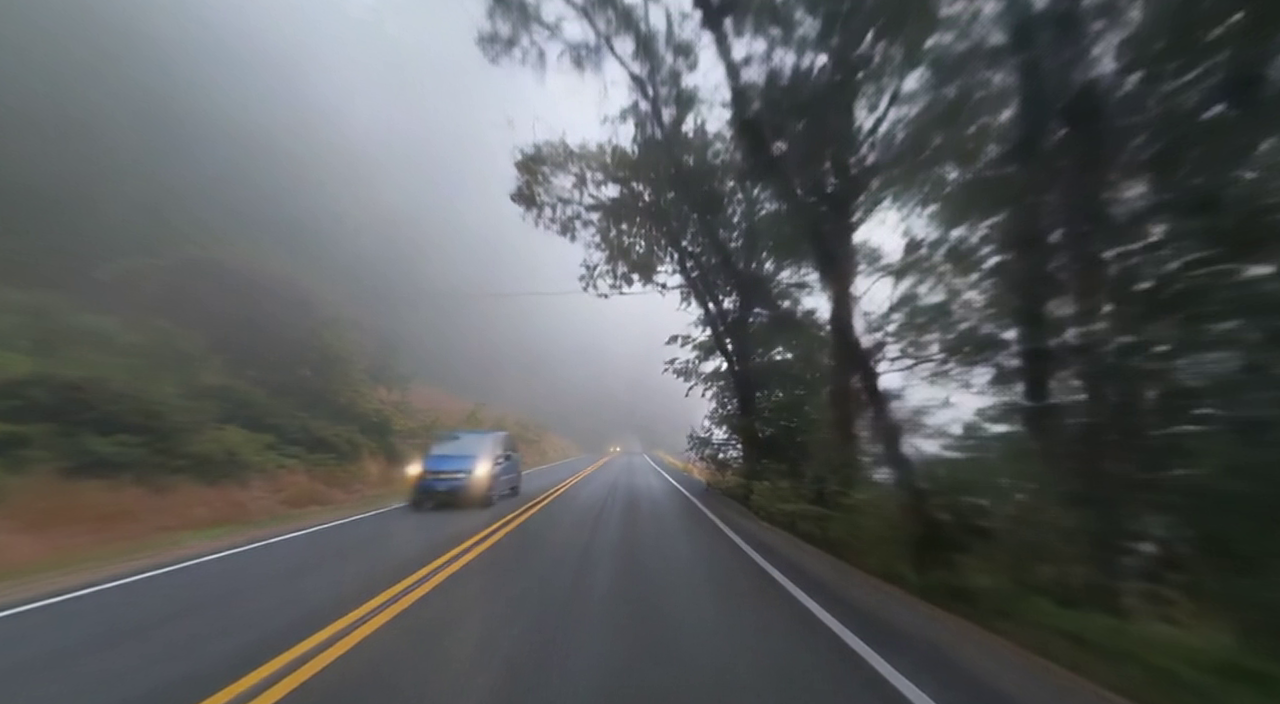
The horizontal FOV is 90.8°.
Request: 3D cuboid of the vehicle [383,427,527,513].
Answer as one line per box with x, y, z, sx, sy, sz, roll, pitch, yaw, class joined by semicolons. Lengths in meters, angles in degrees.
-4.376;2.876;15.876;2.228;1.834;4.621;0;-9;0;vehicle
